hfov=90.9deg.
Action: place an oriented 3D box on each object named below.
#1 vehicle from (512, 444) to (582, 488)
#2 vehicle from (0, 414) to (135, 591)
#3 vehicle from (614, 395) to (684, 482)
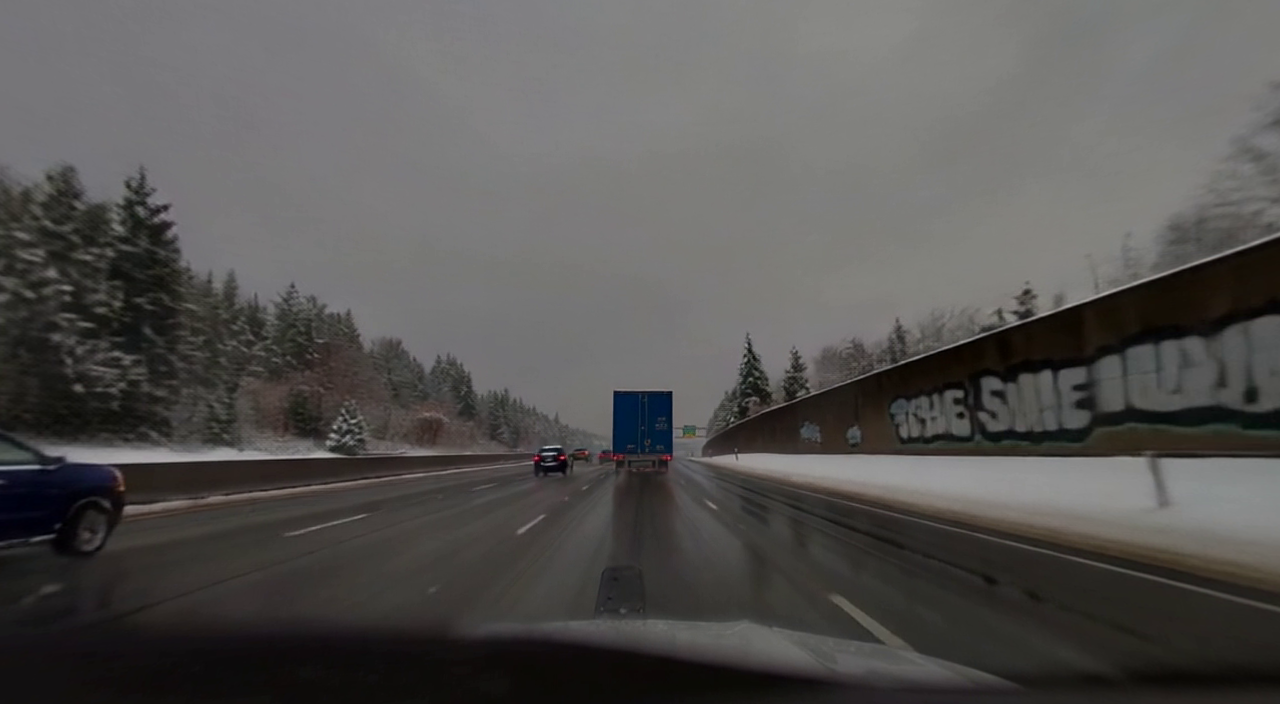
[{"bbox_3d":[-3.444,4.323,24.088,2.020,1.505,4.171,0,-9,0],"label":"vehicle"},{"bbox_3d":[-6.869,1.298,5.212,2.005,1.607,4.042,0,-9,-1],"label":"vehicle"},{"bbox_3d":[0.322,4.394,31.425,2.915,3.661,9.741,0,-9,0],"label":"vehicle"}]
